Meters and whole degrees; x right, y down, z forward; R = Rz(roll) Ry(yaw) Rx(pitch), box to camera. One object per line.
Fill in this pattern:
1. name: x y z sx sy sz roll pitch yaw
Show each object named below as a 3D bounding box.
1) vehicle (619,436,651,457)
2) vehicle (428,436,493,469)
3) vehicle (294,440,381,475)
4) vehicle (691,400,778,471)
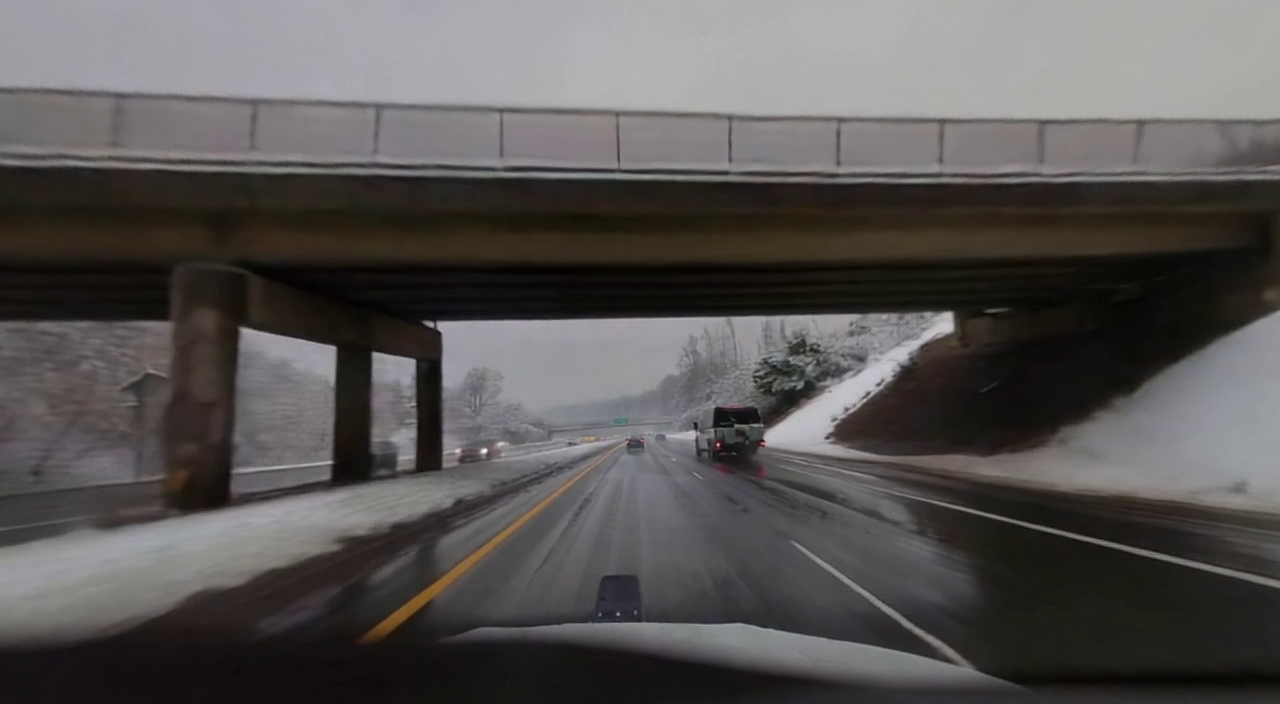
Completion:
1. vehicle: -0.311 6.163 41.243 1.996 1.325 4.029 0 -8 0
2. vehicle: -8.773 4.902 31.109 1.952 1.521 4.163 0 -8 0
3. vehicle: -13.183 4.595 27.748 1.816 1.362 4.068 0 -8 1
4. vehicle: 3.923 3.665 27.783 2.715 2.746 6.550 0 -8 -1
